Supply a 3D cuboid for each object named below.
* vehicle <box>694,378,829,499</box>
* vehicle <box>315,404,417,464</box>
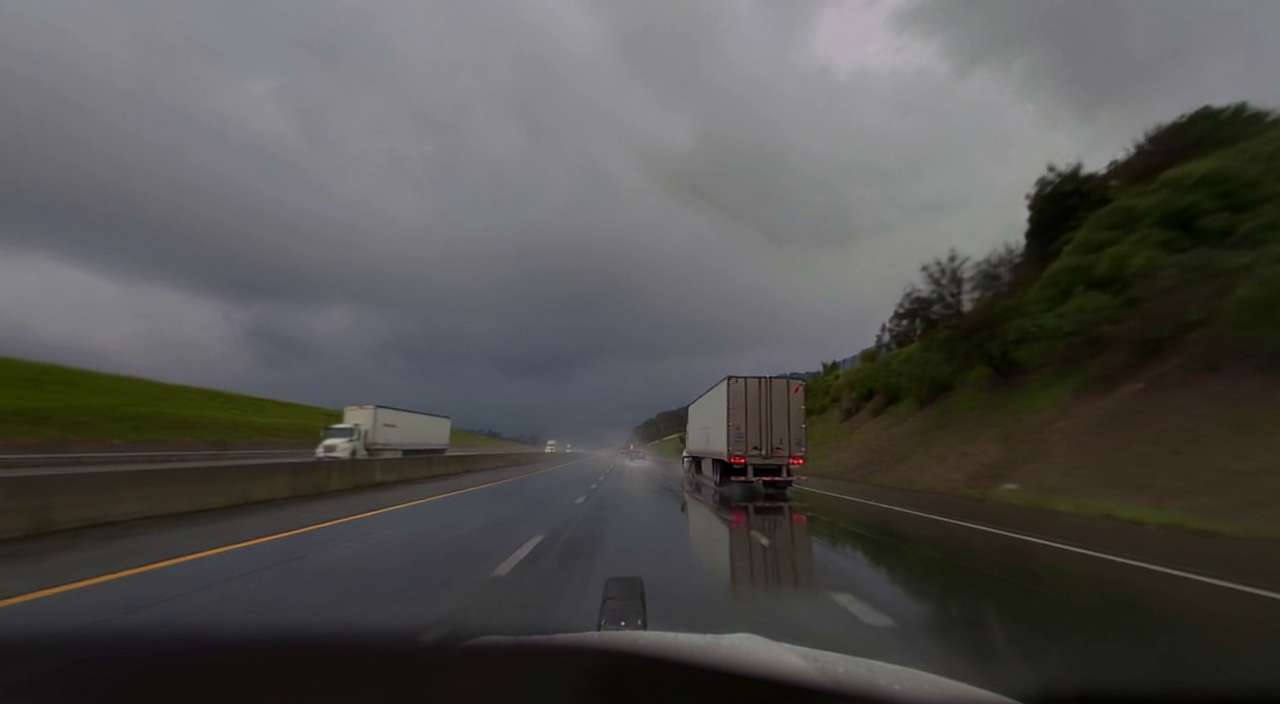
[{"bbox_3d":[4.111,3.476,24.712,2.876,3.586,11.726,0,-9,0],"label":"vehicle"},{"bbox_3d":[-19.492,6.100,45.757,2.902,3.820,10.263,0,-9,-1],"label":"vehicle"}]
